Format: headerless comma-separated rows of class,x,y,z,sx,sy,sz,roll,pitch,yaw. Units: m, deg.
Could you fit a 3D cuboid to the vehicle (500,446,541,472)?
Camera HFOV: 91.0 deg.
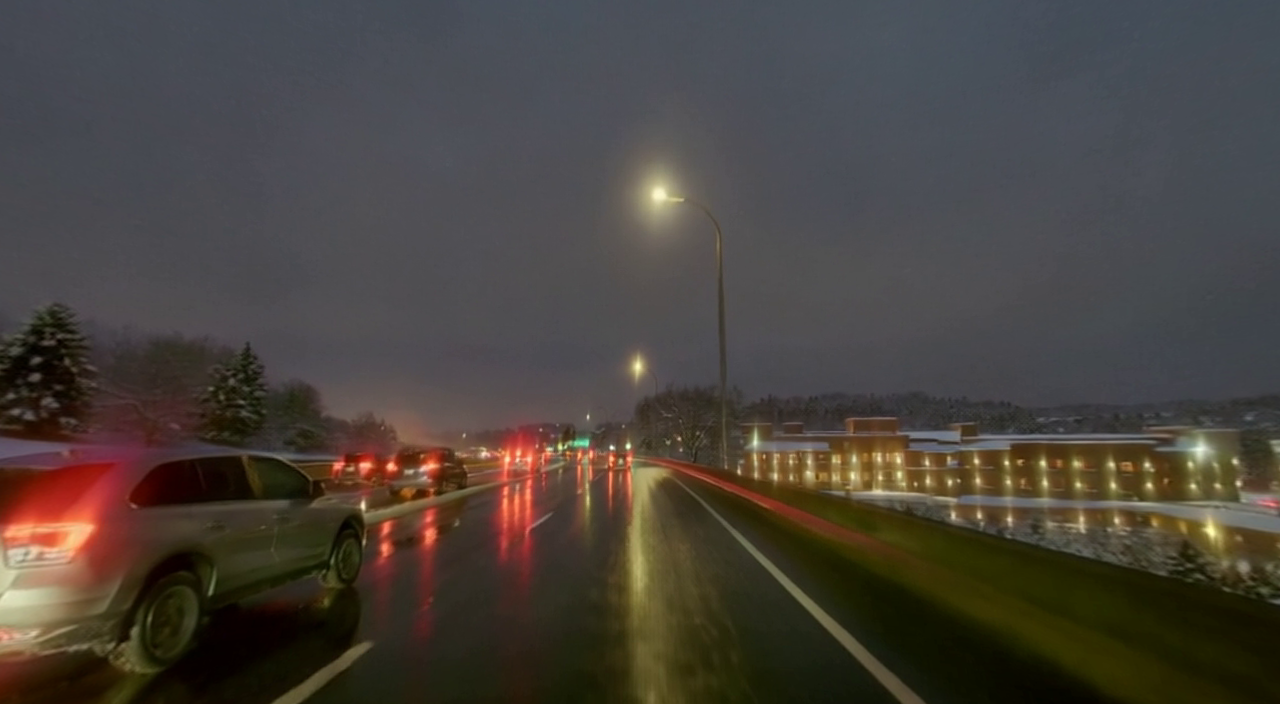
vehicle,-8.404,7.561,44.651,2.065,1.689,4.399,0,-9,-1

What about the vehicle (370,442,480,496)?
vehicle,-7.169,3.925,21.565,2.075,1.642,4.638,0,-9,1

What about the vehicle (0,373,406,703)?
vehicle,-3.670,1.261,4.635,2.036,1.717,4.592,0,-9,1
